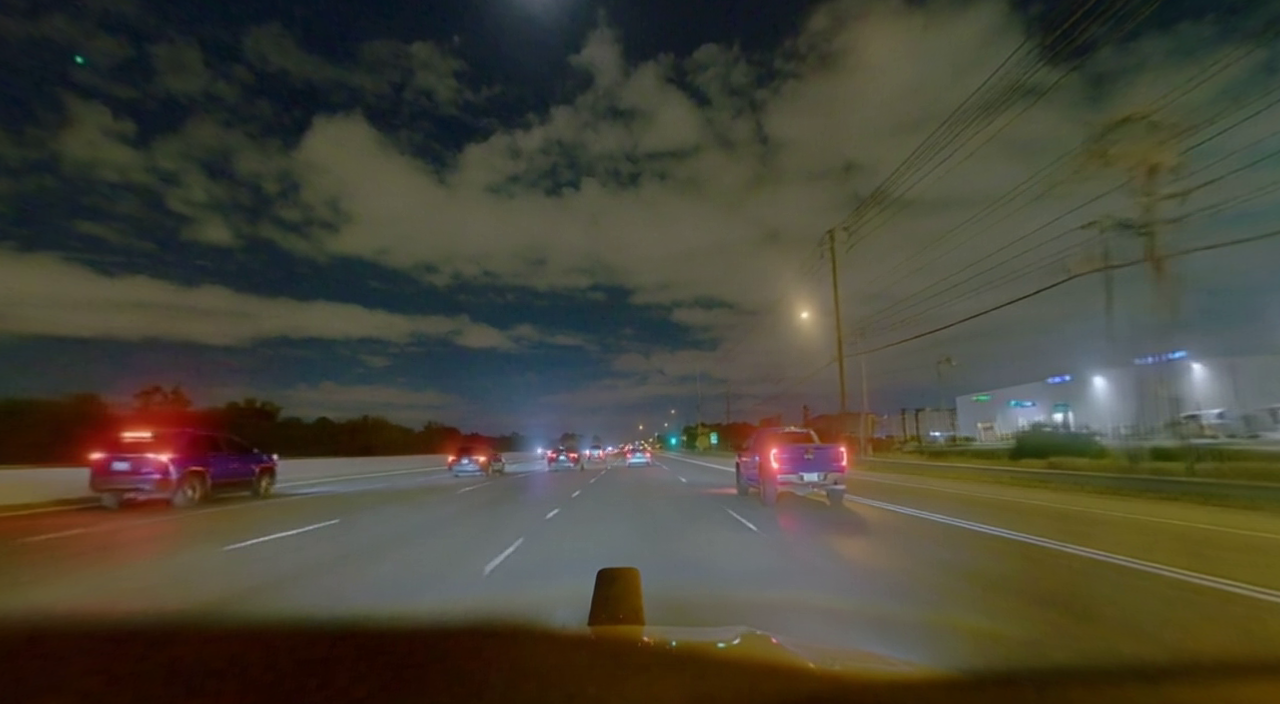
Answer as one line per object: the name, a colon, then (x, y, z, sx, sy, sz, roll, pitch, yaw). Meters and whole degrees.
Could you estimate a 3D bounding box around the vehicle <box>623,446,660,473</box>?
vehicle: (0.069, 6.215, 36.910, 2.030, 1.471, 4.115, 0, -8, 0)

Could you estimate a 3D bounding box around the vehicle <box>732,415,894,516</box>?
vehicle: (3.720, 2.578, 14.807, 2.231, 1.919, 5.086, 0, -9, -1)

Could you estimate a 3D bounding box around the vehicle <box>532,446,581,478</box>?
vehicle: (-4.089, 5.440, 31.592, 1.938, 1.444, 4.206, 0, -8, -1)

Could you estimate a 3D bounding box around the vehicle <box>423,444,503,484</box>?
vehicle: (-7.195, 4.586, 26.207, 1.959, 1.496, 4.740, 0, -8, 0)

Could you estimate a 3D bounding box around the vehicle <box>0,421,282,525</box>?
vehicle: (-11.145, 2.661, 14.562, 2.317, 1.881, 5.903, 0, -9, 0)
